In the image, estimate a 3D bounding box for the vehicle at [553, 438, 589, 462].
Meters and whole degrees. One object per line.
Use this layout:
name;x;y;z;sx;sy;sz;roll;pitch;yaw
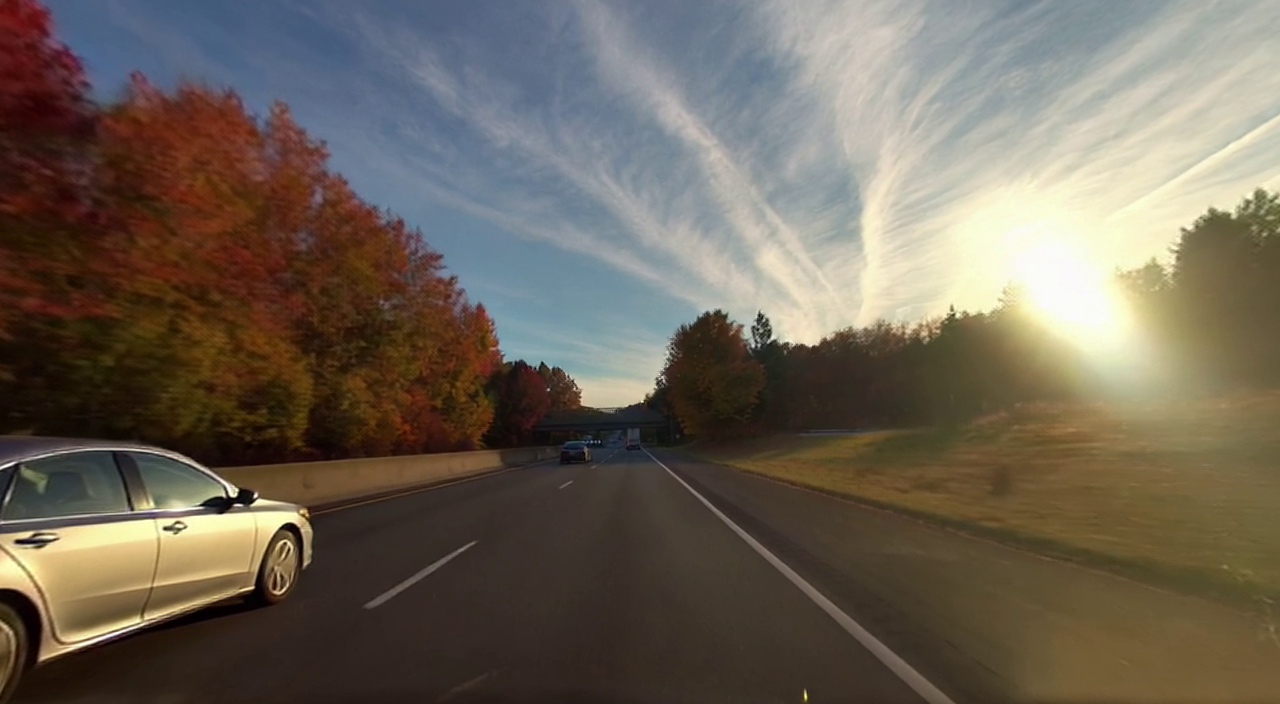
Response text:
vehicle;-4.564;6.535;42.108;2.002;1.553;4.247;0;-8;-1
